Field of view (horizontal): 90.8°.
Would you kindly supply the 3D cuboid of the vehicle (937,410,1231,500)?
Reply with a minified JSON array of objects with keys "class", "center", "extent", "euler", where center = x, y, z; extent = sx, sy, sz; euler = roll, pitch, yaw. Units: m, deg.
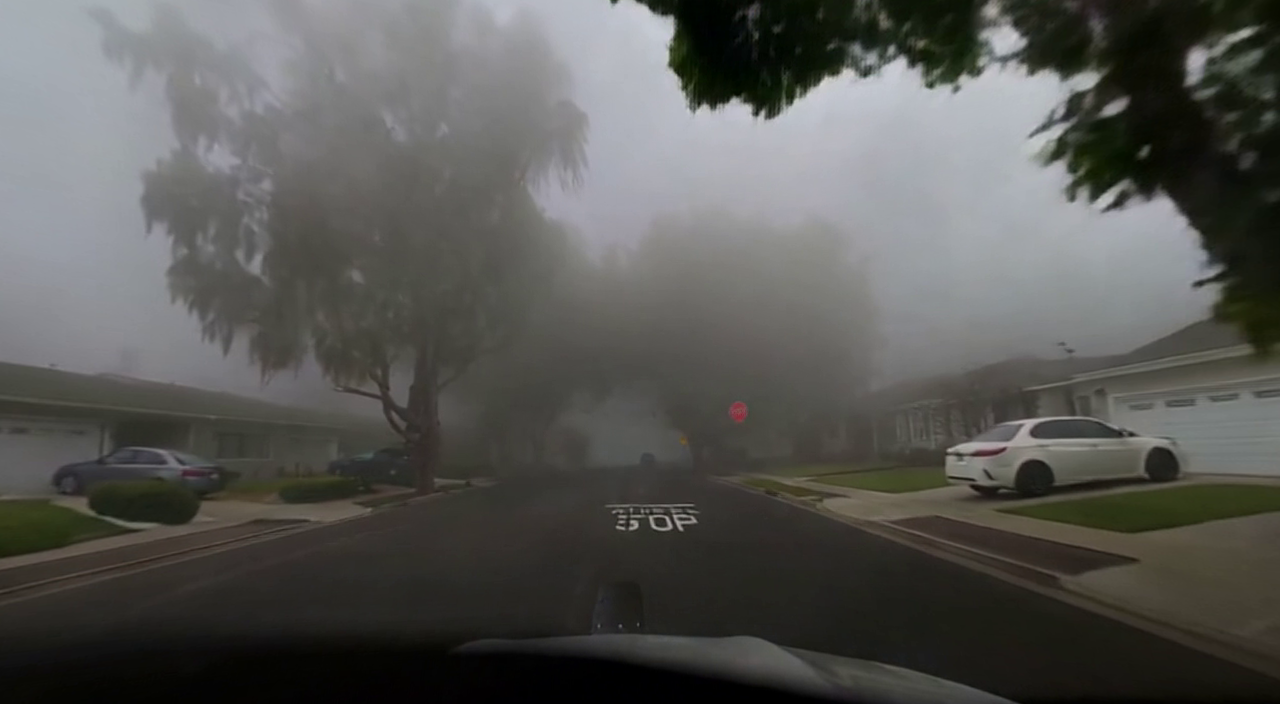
[{"class":"vehicle","center":[9.878,2.325,14.367],"extent":[5.234,1.868,2.014],"euler":[1,-9,-4]}]

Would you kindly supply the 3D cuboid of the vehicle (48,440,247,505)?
[{"class":"vehicle","center":[-14.588,3.544,18.861],"extent":[4.493,1.776,1.997],"euler":[-1,-9,9]}]

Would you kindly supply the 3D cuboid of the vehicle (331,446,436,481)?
[{"class":"vehicle","center":[-13.938,6.086,34.629],"extent":[4.809,1.865,2.093],"euler":[0,-9,-2]}]
